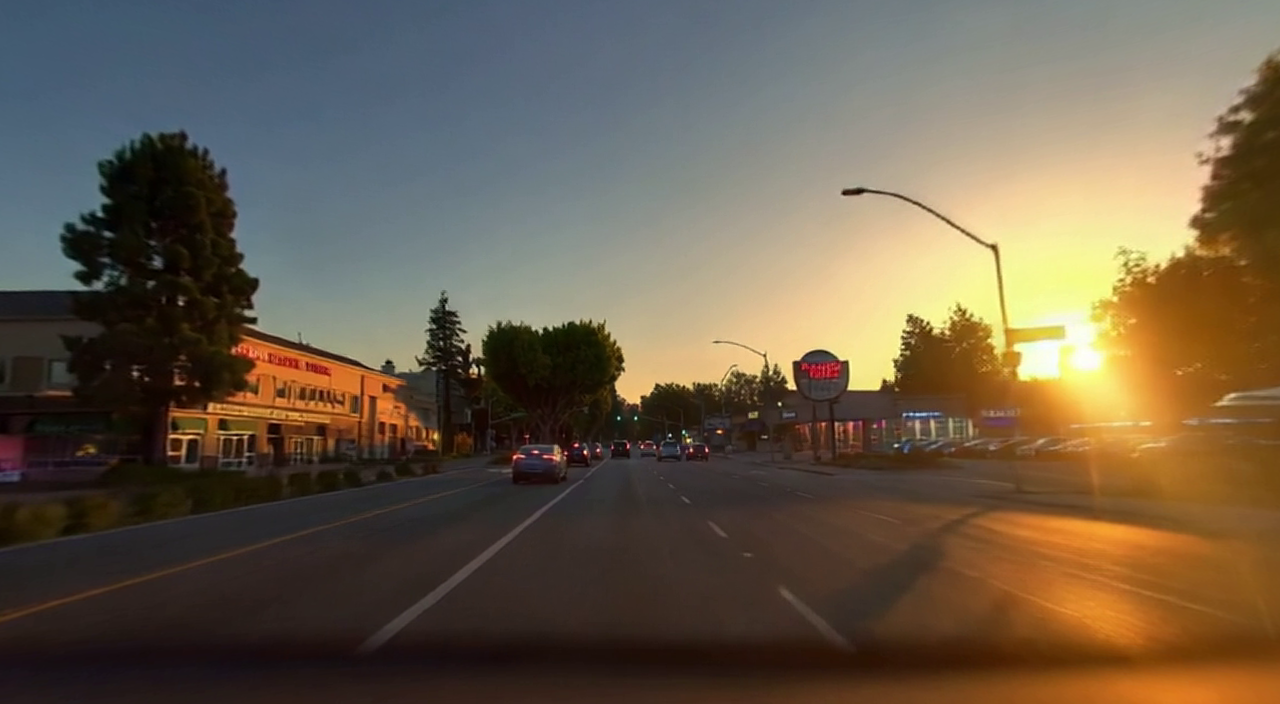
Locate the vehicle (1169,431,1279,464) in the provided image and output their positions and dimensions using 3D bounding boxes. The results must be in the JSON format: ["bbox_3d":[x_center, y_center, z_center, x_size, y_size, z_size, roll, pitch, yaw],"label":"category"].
[{"bbox_3d":[30.019,4.827,31.816,4.656,1.564,1.950,-4,-9,22],"label":"vehicle"}]

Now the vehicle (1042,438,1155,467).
[{"bbox_3d":[24.741,5.425,34.336,4.554,1.470,2.020,-4,-9,24],"label":"vehicle"}]

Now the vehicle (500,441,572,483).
[{"bbox_3d":[-3.992,4.322,25.079,2.097,1.497,4.571,0,-8,0],"label":"vehicle"}]

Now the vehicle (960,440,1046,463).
[{"bbox_3d":[24.903,6.820,43.538,4.799,1.497,1.952,-4,-9,22],"label":"vehicle"}]
